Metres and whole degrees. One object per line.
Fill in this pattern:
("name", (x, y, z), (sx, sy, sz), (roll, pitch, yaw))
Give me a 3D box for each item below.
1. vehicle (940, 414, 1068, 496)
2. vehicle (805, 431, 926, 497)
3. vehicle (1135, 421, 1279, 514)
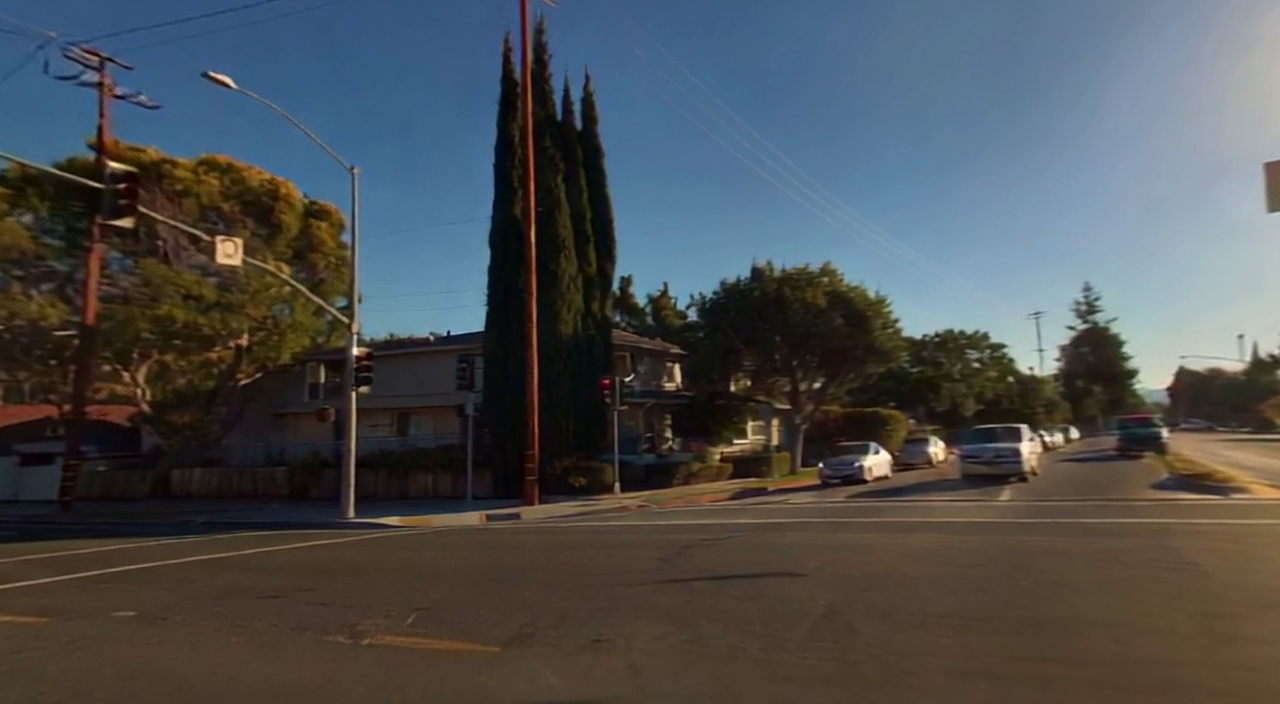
("vehicle", (10.697, 2.953, 18.354), (2.479, 1.977, 5.254), (-7, -11, 36))
("vehicle", (7.219, 3.464, 19.943), (2.241, 1.819, 4.690), (-7, -11, 36))
("vehicle", (11.504, 2.145, 12.107), (2.174, 1.477, 4.805), (-5, -10, 27))
